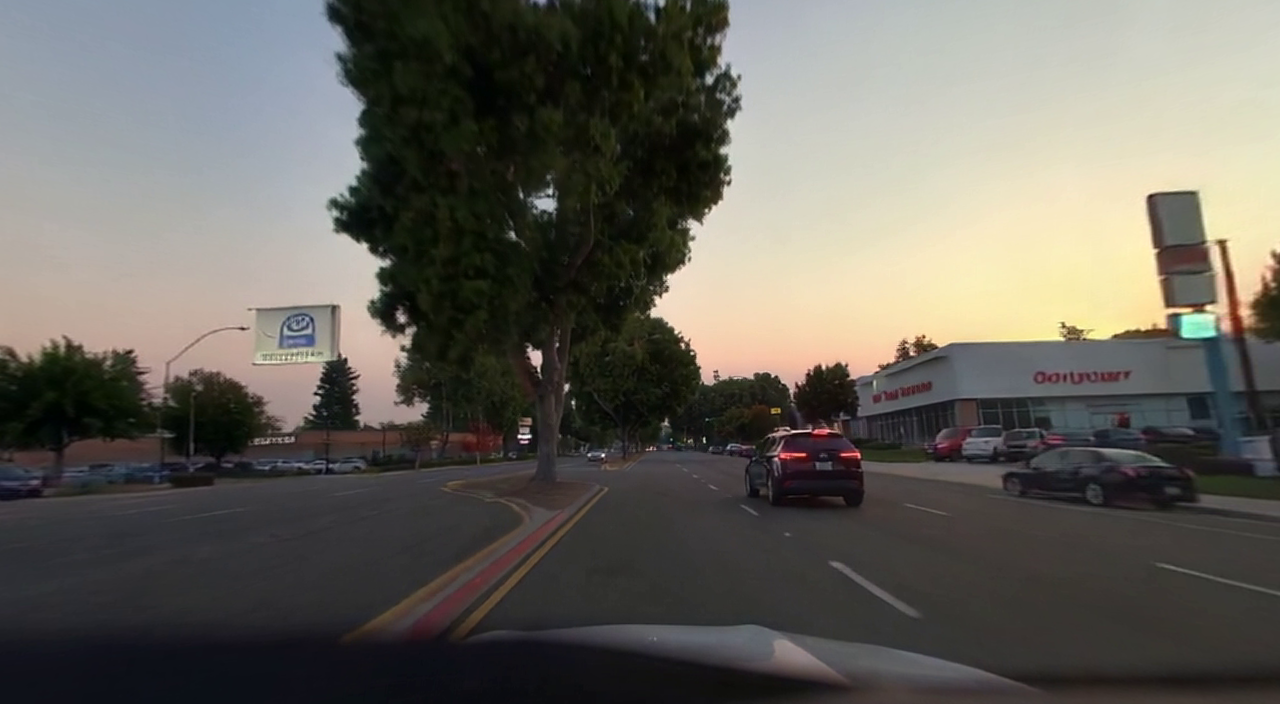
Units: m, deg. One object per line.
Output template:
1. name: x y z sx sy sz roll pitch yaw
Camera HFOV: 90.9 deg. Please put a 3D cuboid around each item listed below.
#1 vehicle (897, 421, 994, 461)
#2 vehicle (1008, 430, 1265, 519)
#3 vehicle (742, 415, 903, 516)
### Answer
1. vehicle: 15.814 4.676 33.038 2.139 1.881 5.511 0 -8 -2
2. vehicle: 10.781 2.670 14.278 2.154 1.678 4.428 0 -8 0
3. vehicle: 3.751 2.436 13.977 2.183 1.845 4.482 0 -8 0
